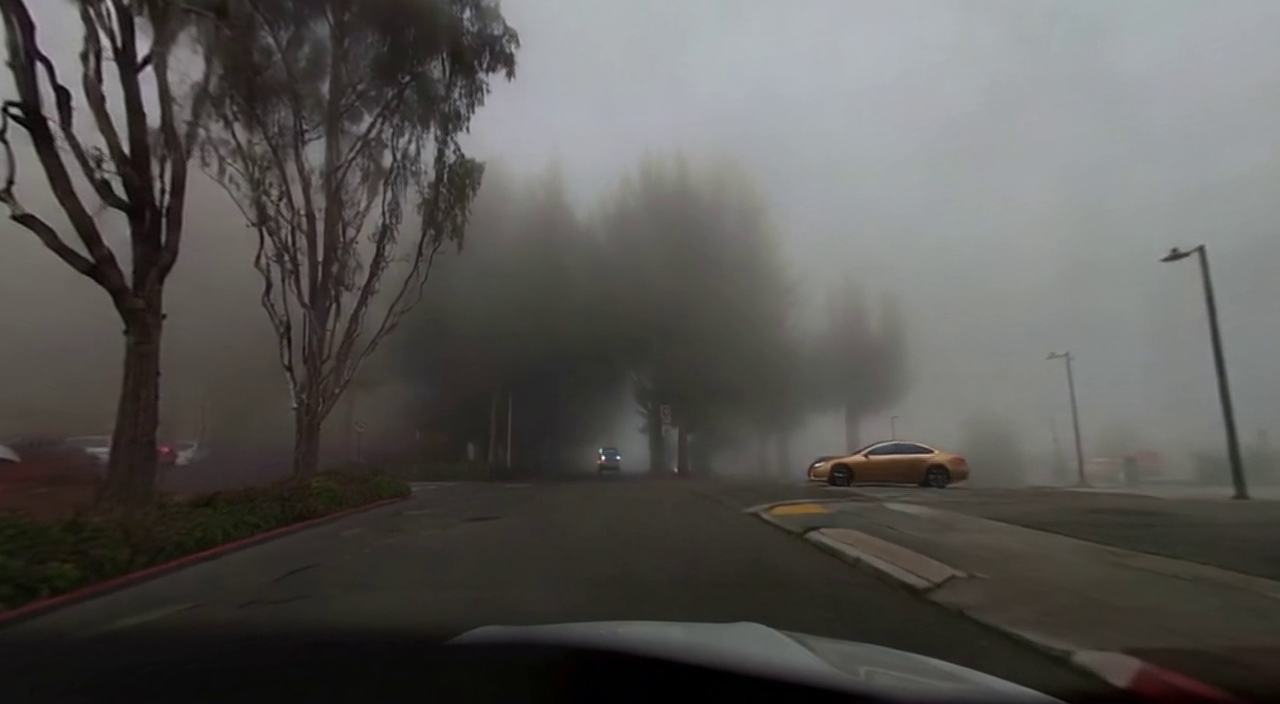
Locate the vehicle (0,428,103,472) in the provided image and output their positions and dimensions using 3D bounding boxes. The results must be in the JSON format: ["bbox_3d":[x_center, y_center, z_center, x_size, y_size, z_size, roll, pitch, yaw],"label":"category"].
[{"bbox_3d":[-23.124,3.733,24.118,1.838,1.518,4.074,0,-7,-7],"label":"vehicle"}]

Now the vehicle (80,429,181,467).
[{"bbox_3d":[-23.513,4.519,29.257,1.675,1.587,3.980,-1,-11,-6],"label":"vehicle"}]

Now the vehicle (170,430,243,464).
[{"bbox_3d":[-26.795,5.831,39.049,1.870,1.563,4.039,7,-4,-7],"label":"vehicle"}]
